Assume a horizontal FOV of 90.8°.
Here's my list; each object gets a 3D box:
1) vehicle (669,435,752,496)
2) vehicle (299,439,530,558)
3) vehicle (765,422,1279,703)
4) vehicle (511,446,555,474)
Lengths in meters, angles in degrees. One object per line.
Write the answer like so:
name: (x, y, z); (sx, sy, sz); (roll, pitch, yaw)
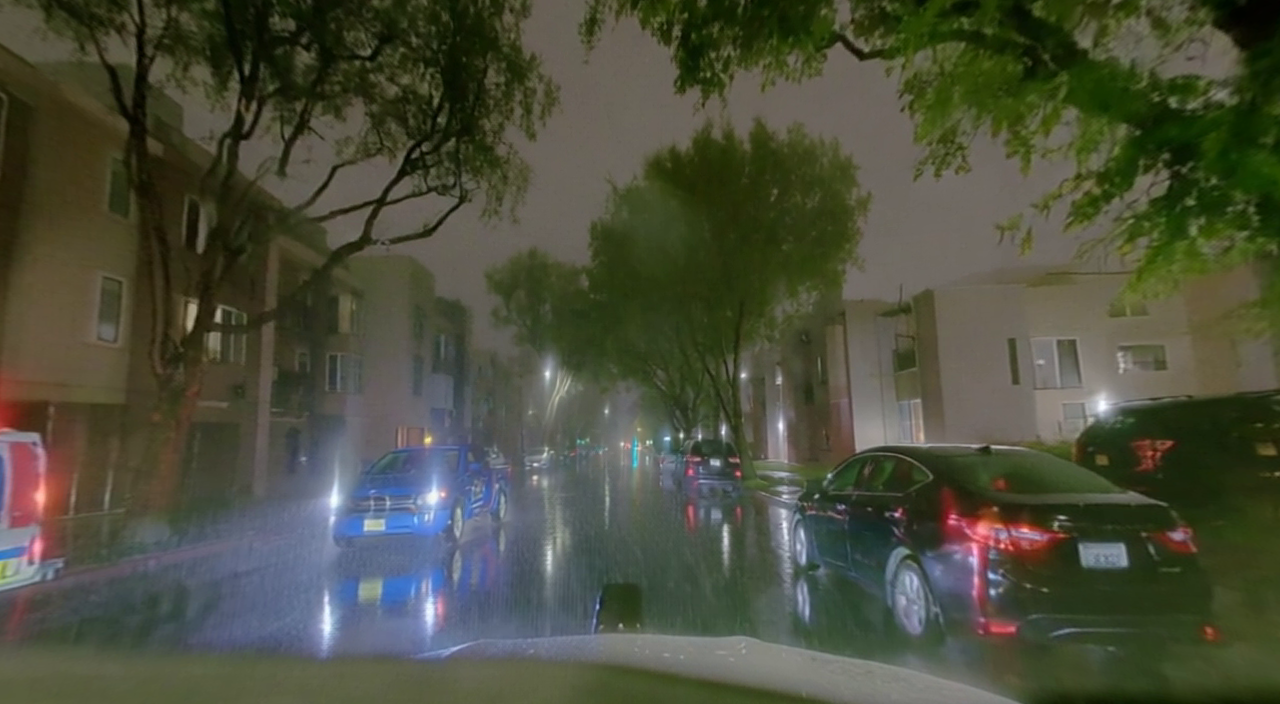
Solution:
vehicle: (2.037, 3.431, 19.469); (1.878, 1.664, 4.033); (1, -8, -3)
vehicle: (-3.323, 2.224, 10.438); (1.966, 1.515, 4.394); (-1, -8, 3)
vehicle: (2.568, 1.408, 5.193); (1.845, 1.479, 4.727); (1, -8, -3)
vehicle: (-6.664, 6.731, 39.719); (1.959, 1.490, 4.361); (0, -7, 1)
